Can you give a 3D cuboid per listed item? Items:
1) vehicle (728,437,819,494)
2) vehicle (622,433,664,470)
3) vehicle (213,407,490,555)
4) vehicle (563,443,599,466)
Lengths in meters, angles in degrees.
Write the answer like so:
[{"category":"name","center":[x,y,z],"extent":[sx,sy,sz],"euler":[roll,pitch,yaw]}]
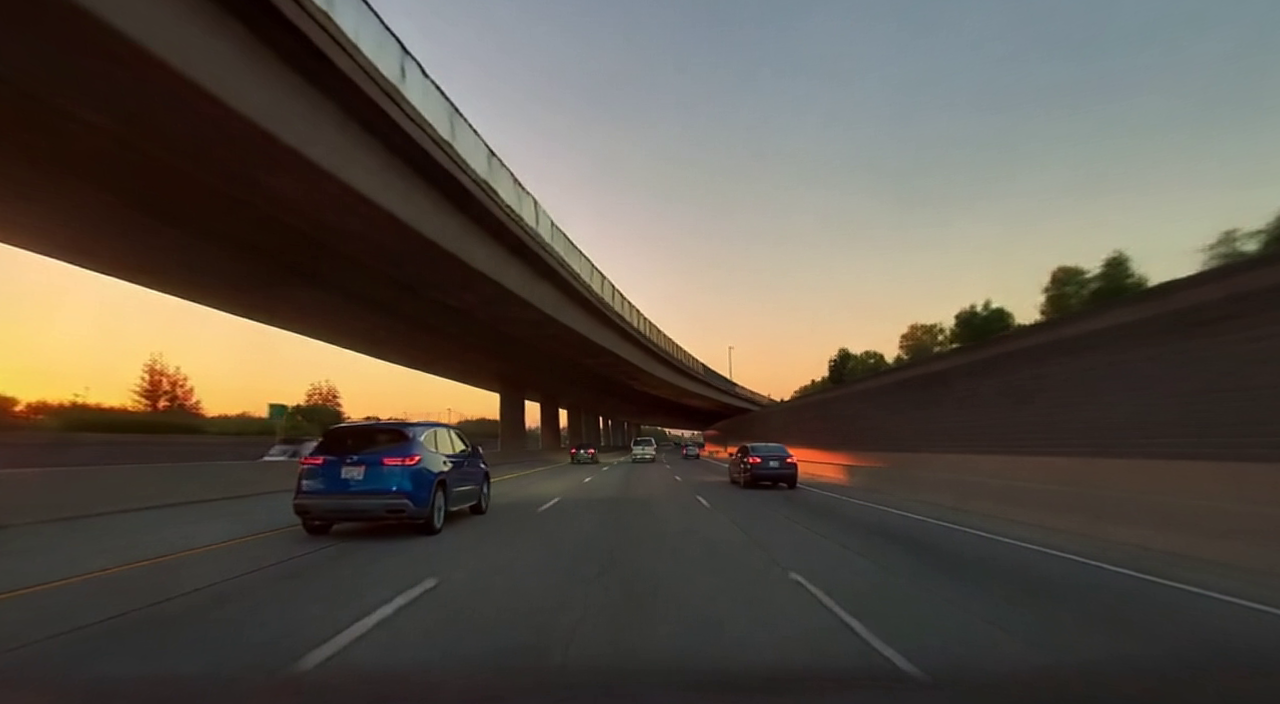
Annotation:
[{"category":"vehicle","center":[3.948,3.413,19.244],"extent":[1.959,1.554,3.795],"euler":[0,-9,0]},{"category":"vehicle","center":[0.166,5.553,35.174],"extent":[2.155,1.909,4.529],"euler":[0,-8,0]},{"category":"vehicle","center":[-4.005,1.879,9.857],"extent":[2.089,1.751,4.515],"euler":[0,-9,1]},{"category":"vehicle","center":[-4.063,7.100,43.845],"extent":[1.994,1.475,4.171],"euler":[0,-9,1]}]
